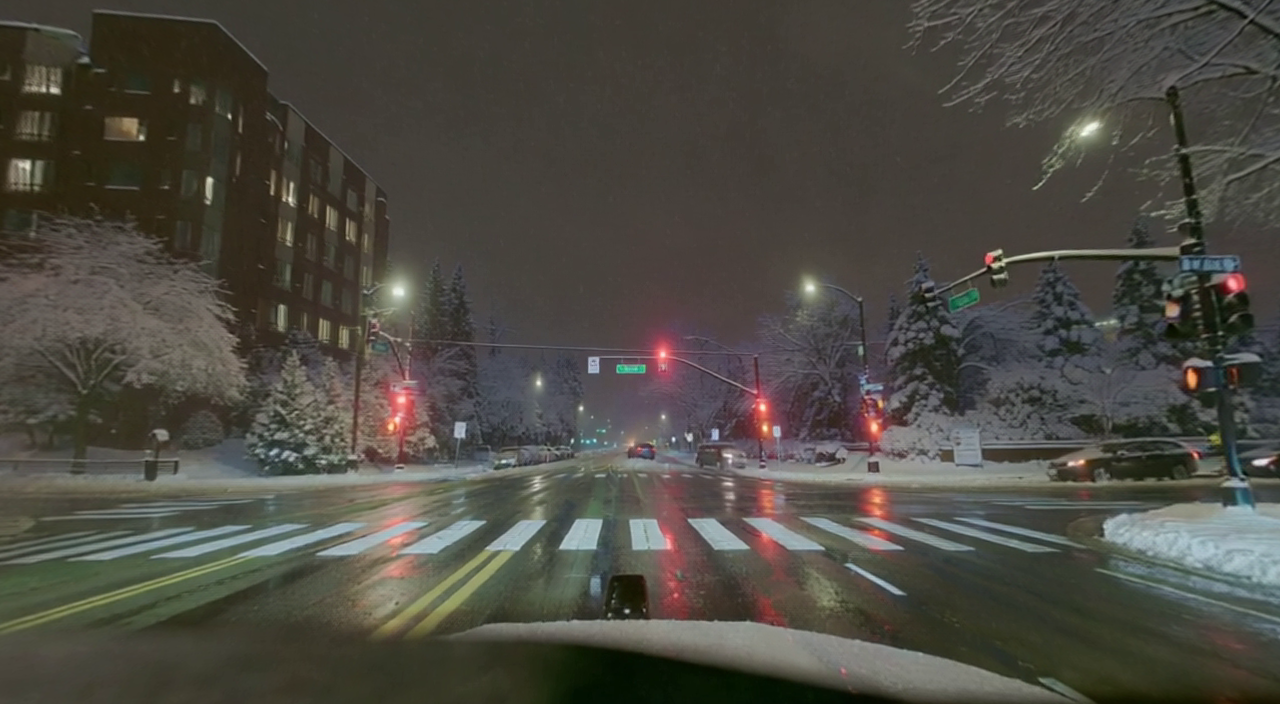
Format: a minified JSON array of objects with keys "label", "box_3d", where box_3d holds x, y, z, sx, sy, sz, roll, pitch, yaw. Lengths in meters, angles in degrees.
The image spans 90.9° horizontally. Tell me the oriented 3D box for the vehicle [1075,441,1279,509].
[{"label":"vehicle","box_3d":[12.992,2.798,14.566,4.424,1.436,1.804,-1,-8,5]}]
